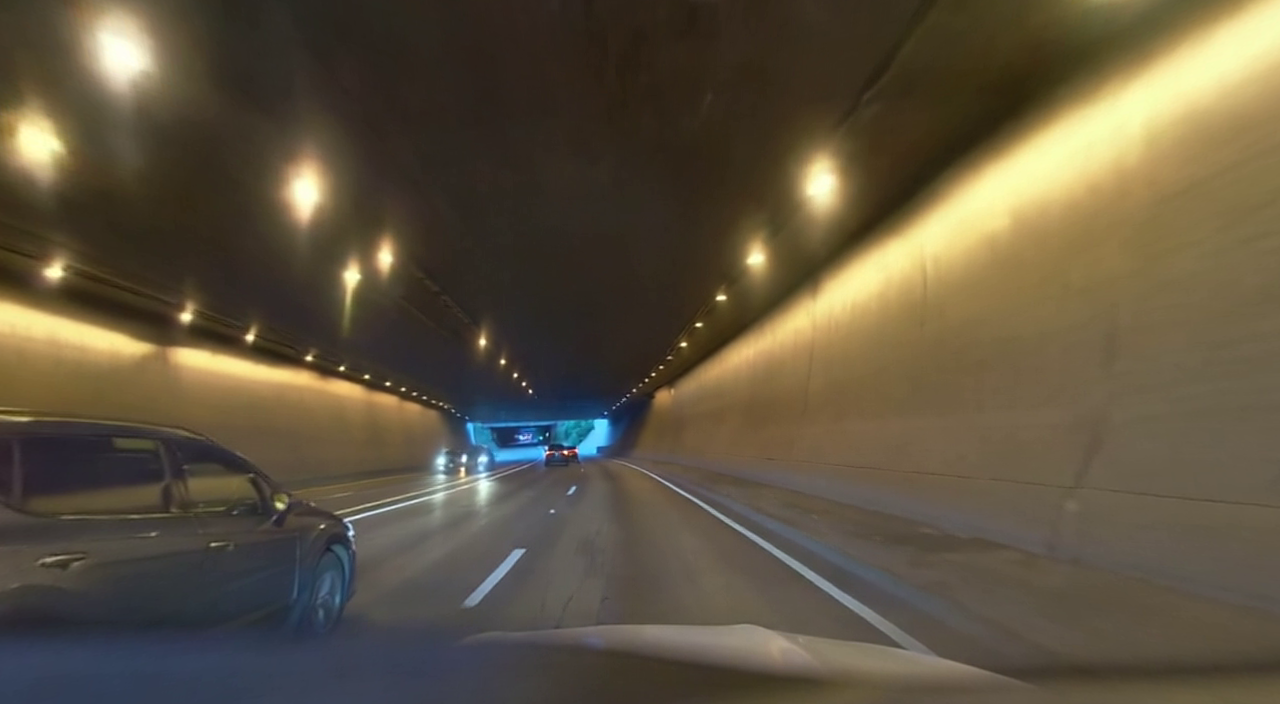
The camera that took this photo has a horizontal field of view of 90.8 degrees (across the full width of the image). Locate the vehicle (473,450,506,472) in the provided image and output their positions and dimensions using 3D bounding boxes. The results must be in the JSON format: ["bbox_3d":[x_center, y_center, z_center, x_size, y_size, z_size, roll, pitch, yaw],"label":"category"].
[{"bbox_3d":[-10.899,7.899,45.902,1.691,1.439,4.136,0,-9,-4],"label":"vehicle"}]

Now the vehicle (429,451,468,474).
[{"bbox_3d":[-14.163,8.173,46.936,1.788,1.622,4.284,0,-9,-4],"label":"vehicle"}]

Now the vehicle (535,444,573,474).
[{"bbox_3d":[-5.194,6.499,38.661,1.961,1.725,4.315,0,-9,-4],"label":"vehicle"}]
